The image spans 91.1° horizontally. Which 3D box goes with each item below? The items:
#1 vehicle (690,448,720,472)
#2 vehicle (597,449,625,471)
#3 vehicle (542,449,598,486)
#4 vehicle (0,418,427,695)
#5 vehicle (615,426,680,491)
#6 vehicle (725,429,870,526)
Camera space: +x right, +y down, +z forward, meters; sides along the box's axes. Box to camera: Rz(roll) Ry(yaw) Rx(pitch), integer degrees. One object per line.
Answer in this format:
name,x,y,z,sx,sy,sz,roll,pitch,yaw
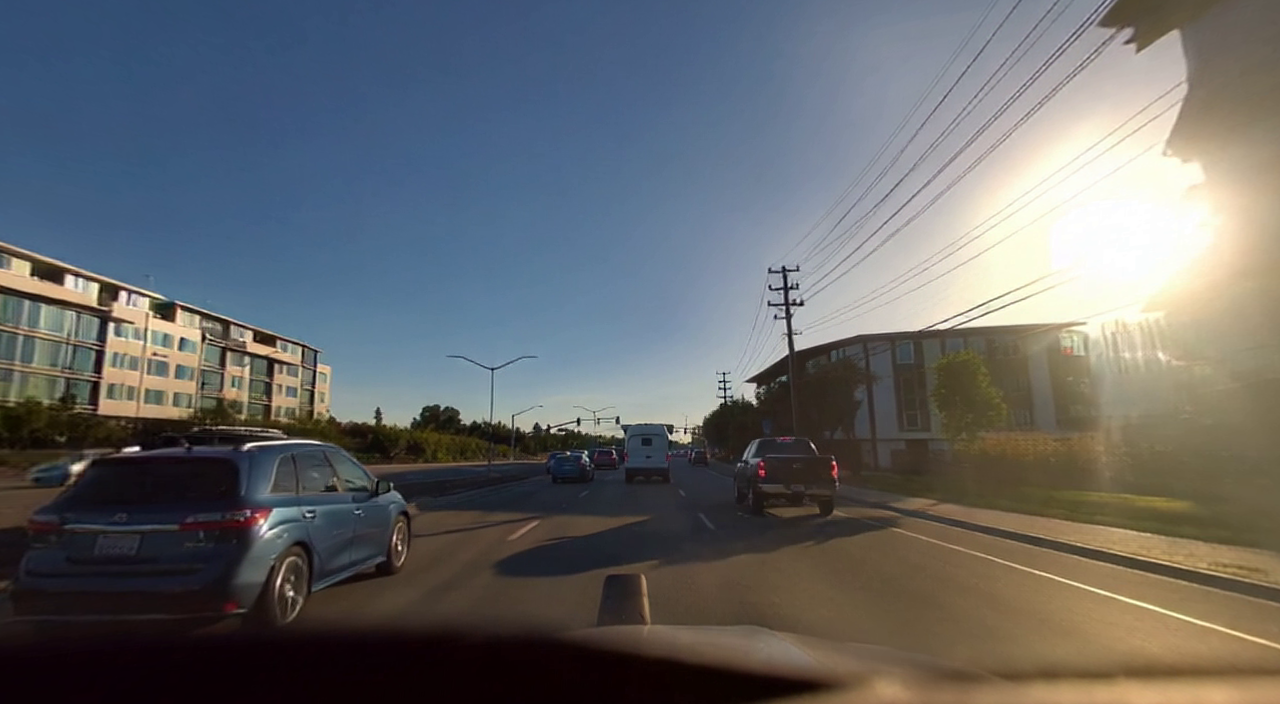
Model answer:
vehicle,5.028,8.418,49.111,2.092,1.696,4.218,0,-9,2
vehicle,-2.260,8.559,49.977,1.911,1.632,4.149,0,-9,2
vehicle,-3.228,5.408,29.709,1.984,1.567,4.311,0,-9,3
vehicle,-3.600,1.510,5.716,1.934,1.643,3.718,0,-9,1
vehicle,0.443,4.467,26.749,2.457,2.440,5.486,-1,-9,4
vehicle,3.464,2.858,14.871,2.283,1.923,4.427,0,-9,0
